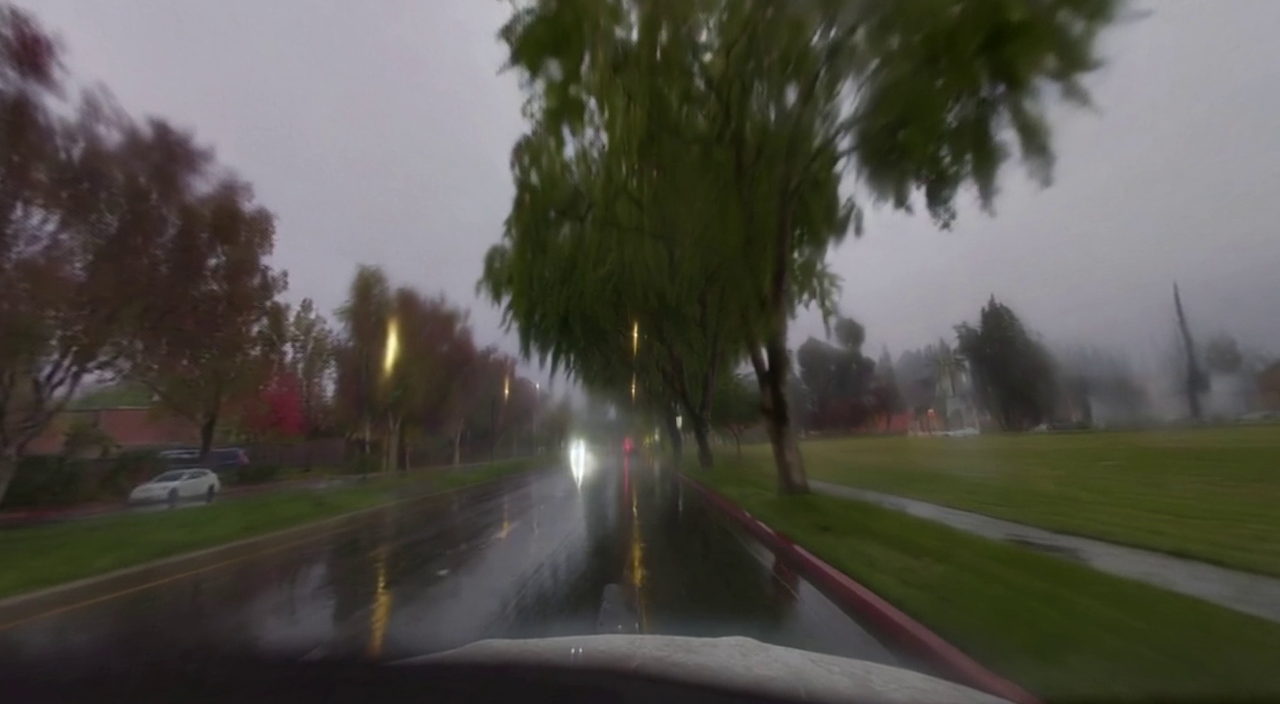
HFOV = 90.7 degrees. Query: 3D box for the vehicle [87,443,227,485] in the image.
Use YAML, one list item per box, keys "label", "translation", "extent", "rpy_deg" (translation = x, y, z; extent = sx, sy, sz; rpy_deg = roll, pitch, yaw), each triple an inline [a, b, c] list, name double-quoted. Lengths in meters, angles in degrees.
- label: "vehicle"
  translation: [-24.809, 5.755, 32.653]
  extent: [5.409, 1.967, 2.123]
  rpy_deg: [-1, -8, 0]
